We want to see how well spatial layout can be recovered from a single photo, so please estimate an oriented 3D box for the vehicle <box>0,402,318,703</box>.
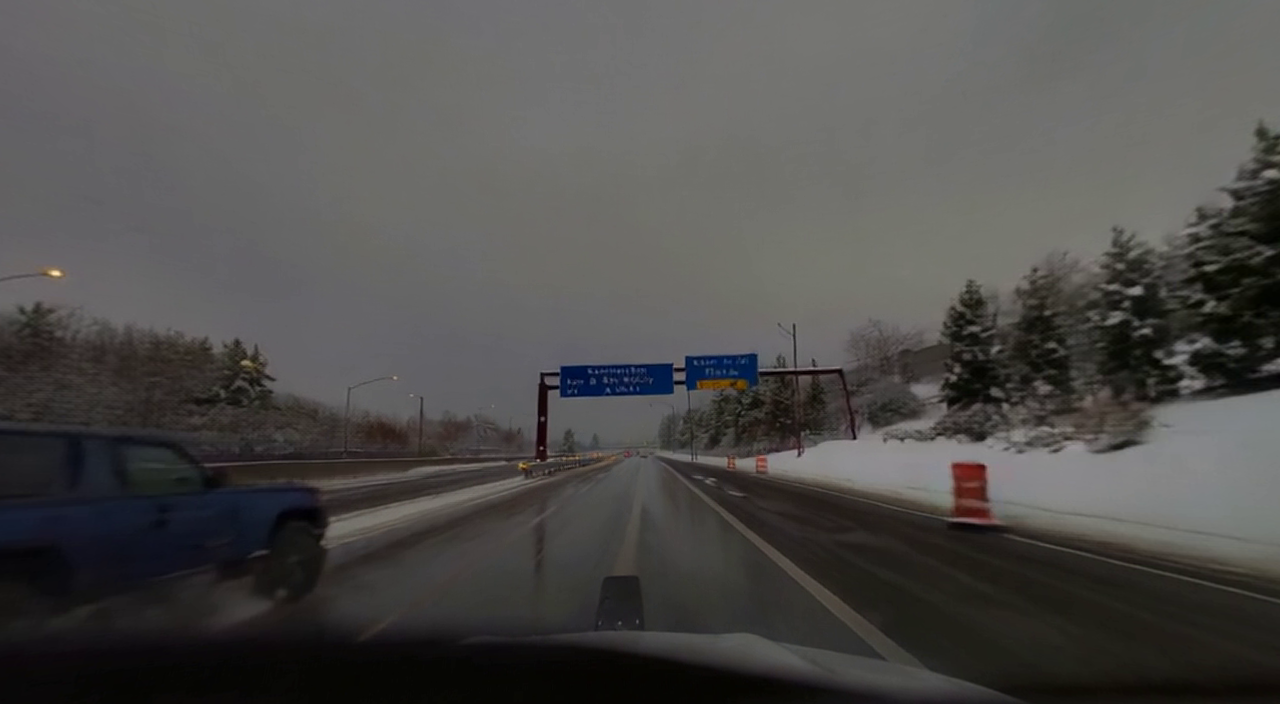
[{"bbox_3d":[-3.904,1.039,2.996,2.069,1.560,5.018,0,-9,0],"label":"vehicle"}]
